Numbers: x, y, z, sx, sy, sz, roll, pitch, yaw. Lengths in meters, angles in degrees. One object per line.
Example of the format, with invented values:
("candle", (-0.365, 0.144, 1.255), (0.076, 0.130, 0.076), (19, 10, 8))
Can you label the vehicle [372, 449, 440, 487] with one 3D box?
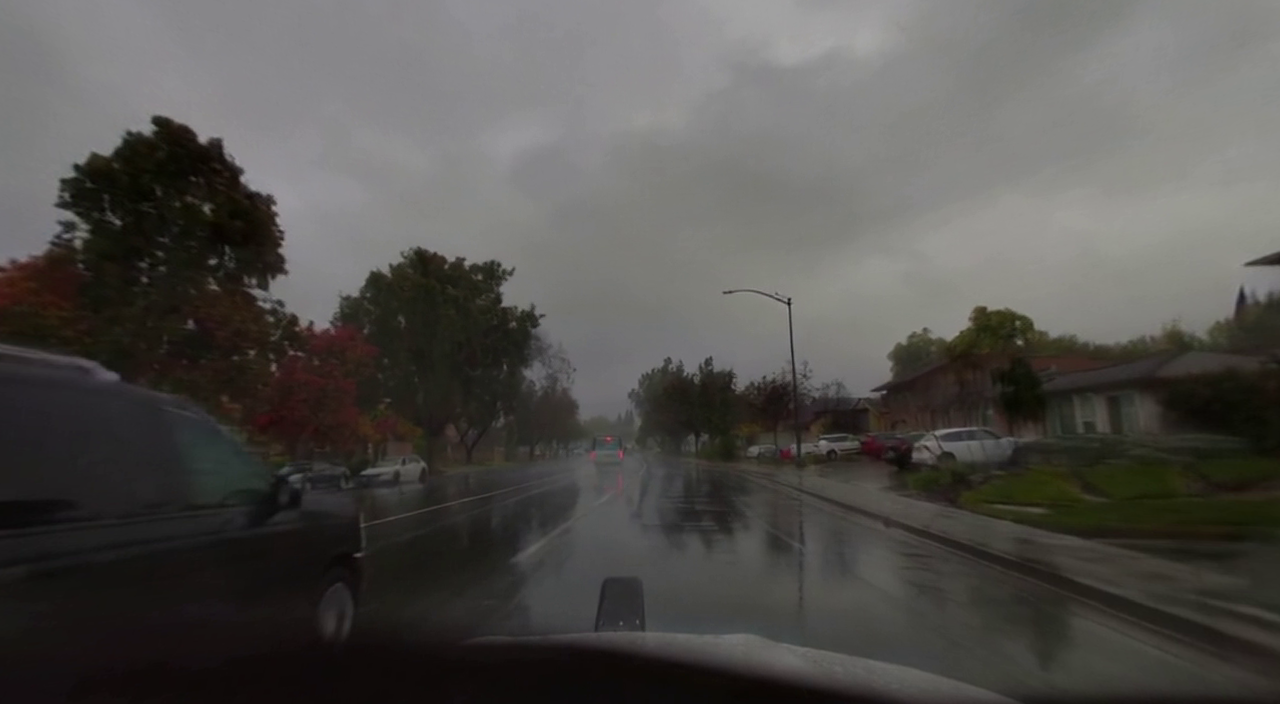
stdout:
("vehicle", (-12.321, 6.083, 33.551), (2.002, 1.598, 4.366), (-5, -8, -1))

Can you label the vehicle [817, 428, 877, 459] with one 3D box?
("vehicle", (12.970, 5.785, 39.898), (2.138, 1.850, 4.930), (0, -9, 0))

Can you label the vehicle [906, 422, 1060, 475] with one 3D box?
("vehicle", (11.917, 3.375, 22.201), (4.249, 1.550, 1.843), (-3, -8, 3))

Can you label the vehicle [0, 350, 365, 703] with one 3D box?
("vehicle", (-2.929, 0.768, 1.607), (2.205, 1.590, 4.852), (0, -9, 1))

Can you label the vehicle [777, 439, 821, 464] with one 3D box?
("vehicle", (10.079, 6.345, 40.410), (1.897, 1.524, 4.604), (-1, -8, 4))

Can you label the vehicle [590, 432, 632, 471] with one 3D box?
("vehicle", (-1.622, 5.832, 37.167), (2.085, 2.084, 5.133), (0, -9, 2))
